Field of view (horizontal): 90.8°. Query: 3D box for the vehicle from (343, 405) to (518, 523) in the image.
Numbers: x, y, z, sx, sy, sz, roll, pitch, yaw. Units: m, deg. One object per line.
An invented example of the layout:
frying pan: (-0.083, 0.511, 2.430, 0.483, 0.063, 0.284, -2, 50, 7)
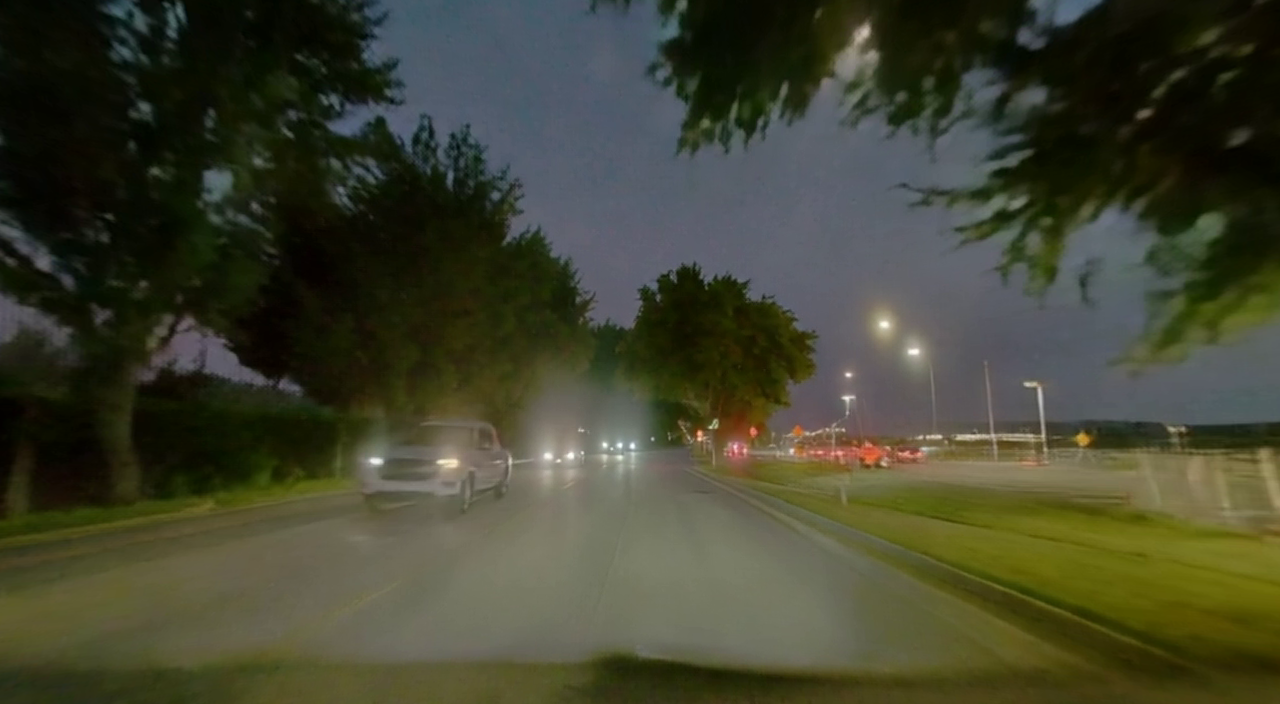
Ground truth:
vehicle: (-4.074, 2.268, 13.266, 2.064, 2.009, 4.512, 0, -8, 1)

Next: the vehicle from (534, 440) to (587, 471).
vehicle: (-4.004, 5.260, 32.365, 1.964, 1.481, 4.199, -1, -8, 3)
